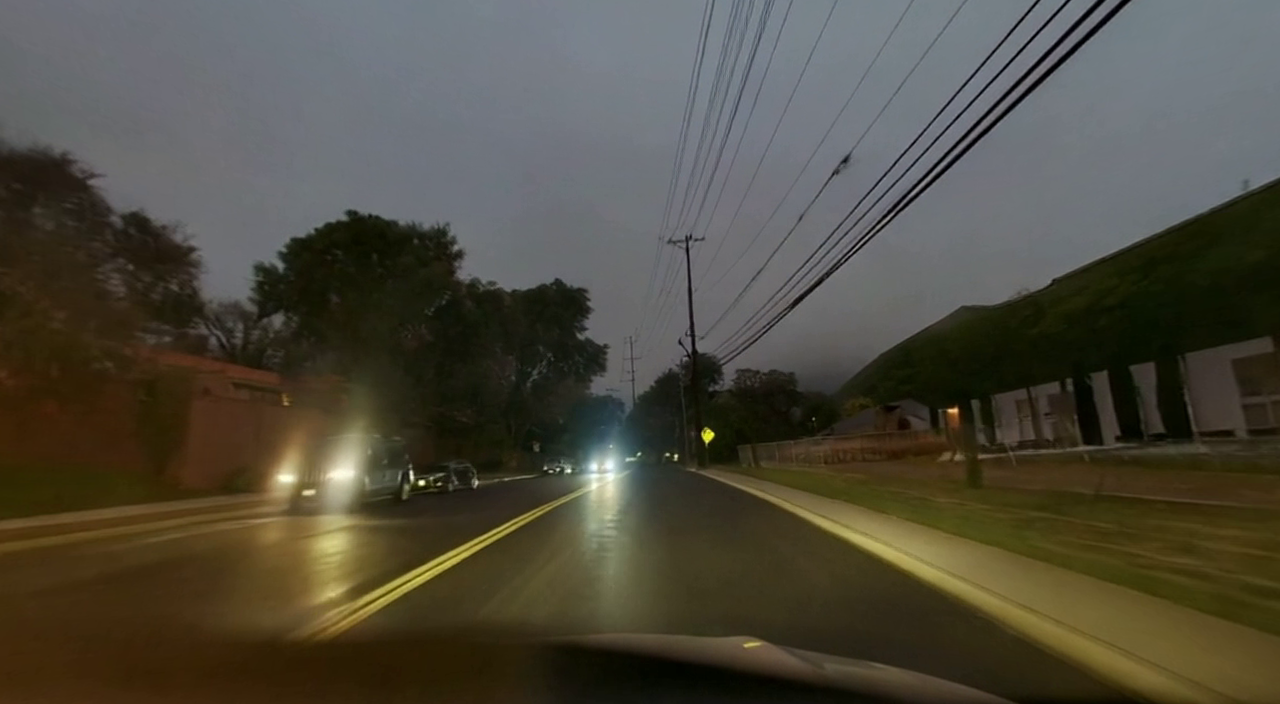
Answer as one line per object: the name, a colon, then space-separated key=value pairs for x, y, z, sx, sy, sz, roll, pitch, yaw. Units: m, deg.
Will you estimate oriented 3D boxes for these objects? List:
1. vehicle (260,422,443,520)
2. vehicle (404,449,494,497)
vehicle: x=-7.376 y=3.081 z=16.881 sx=2.295 sy=1.989 sz=5.055 roll=-6 pitch=-9 yaw=3
vehicle: x=-7.217 y=4.681 z=24.376 sx=1.940 sy=1.514 sz=4.544 roll=-4 pitch=-11 yaw=2
